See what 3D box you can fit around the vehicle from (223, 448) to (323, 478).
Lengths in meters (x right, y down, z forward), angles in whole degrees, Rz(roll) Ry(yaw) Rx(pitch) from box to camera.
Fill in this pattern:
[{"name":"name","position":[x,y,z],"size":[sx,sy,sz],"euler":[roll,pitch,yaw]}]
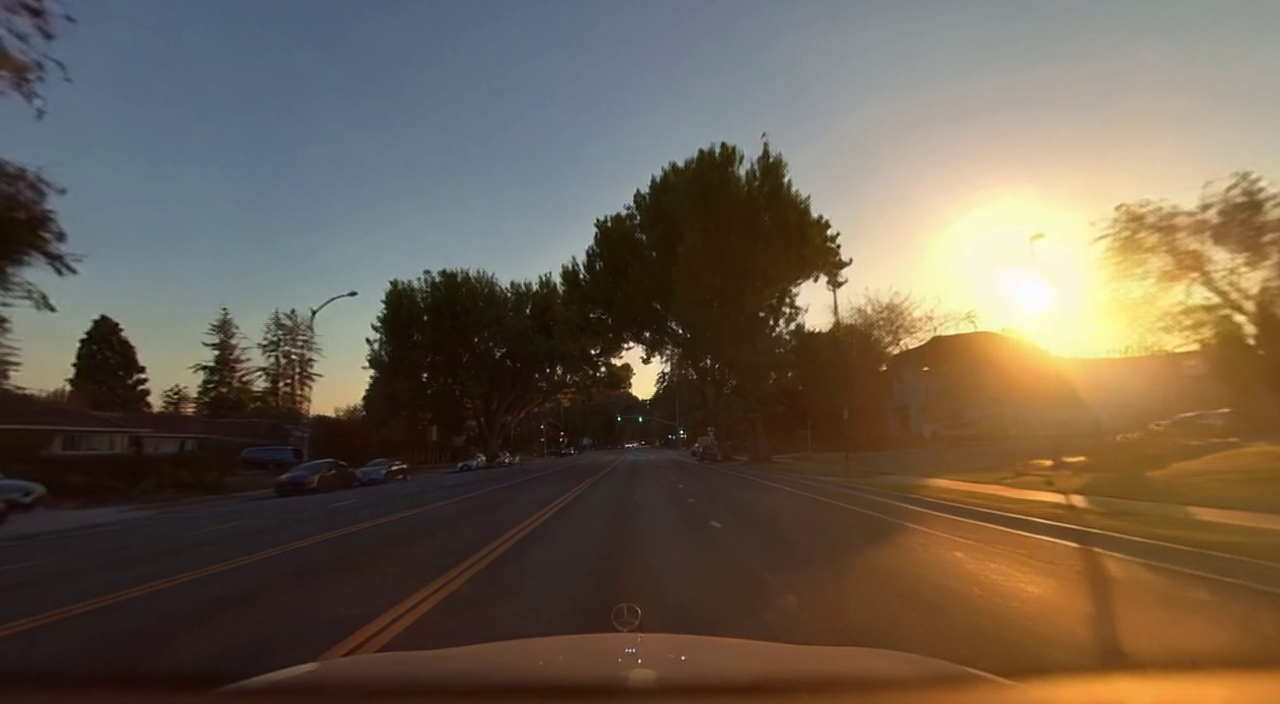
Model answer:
[{"name":"vehicle","position":[-20.927,6.340,36.150],"size":[4.498,1.623,1.903],"euler":[0,-9,1]}]

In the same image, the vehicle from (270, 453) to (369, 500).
[{"name":"vehicle","position":[-12.670,4.908,25.291],"size":[1.828,1.510,4.149],"euler":[-4,-8,0]}]

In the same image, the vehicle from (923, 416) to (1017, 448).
[{"name":"vehicle","position":[17.501,4.304,33.643],"size":[1.726,1.620,3.938],"euler":[7,-11,-37]}]

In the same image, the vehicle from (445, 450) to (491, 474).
[{"name":"vehicle","position":[-12.580,8.063,46.584],"size":[2.078,1.618,4.650],"euler":[0,-8,0]}]

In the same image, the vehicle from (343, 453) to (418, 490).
[{"name":"vehicle","position":[-12.699,5.849,31.192],"size":[1.909,1.477,4.345],"euler":[-3,-8,-1]}]
